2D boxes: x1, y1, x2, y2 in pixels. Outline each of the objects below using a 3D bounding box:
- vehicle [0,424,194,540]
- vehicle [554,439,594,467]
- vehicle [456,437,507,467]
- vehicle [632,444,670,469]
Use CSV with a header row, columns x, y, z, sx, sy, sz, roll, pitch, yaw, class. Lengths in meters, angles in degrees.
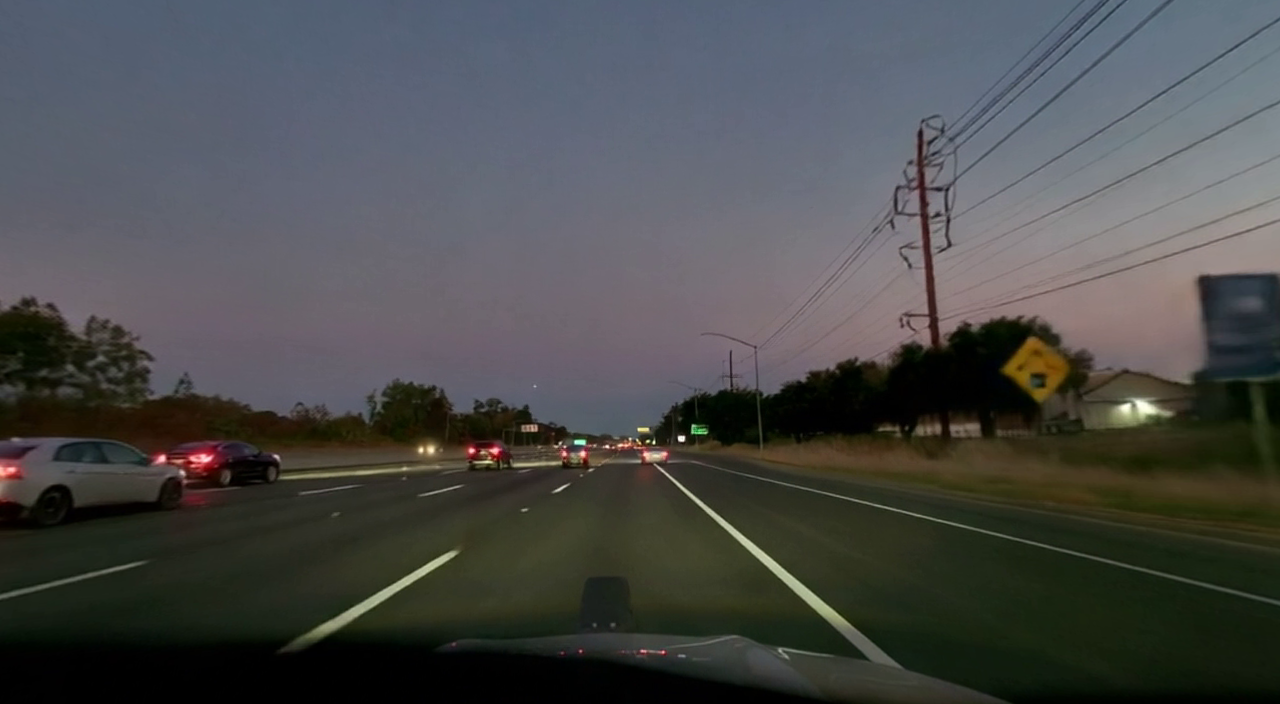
x,y,z,sx,sy,sz,roll,pitch,yaw,class
-10.267,2.131,10.772,2.098,1.643,4.413,0,-9,0,vehicle
-4.130,6.426,40.208,2.121,1.673,4.443,0,-9,-1,vehicle
-10.524,6.704,42.438,2.115,1.799,5.444,0,-9,-1,vehicle
0.616,6.249,38.017,2.015,1.391,3.897,0,-9,-3,vehicle
